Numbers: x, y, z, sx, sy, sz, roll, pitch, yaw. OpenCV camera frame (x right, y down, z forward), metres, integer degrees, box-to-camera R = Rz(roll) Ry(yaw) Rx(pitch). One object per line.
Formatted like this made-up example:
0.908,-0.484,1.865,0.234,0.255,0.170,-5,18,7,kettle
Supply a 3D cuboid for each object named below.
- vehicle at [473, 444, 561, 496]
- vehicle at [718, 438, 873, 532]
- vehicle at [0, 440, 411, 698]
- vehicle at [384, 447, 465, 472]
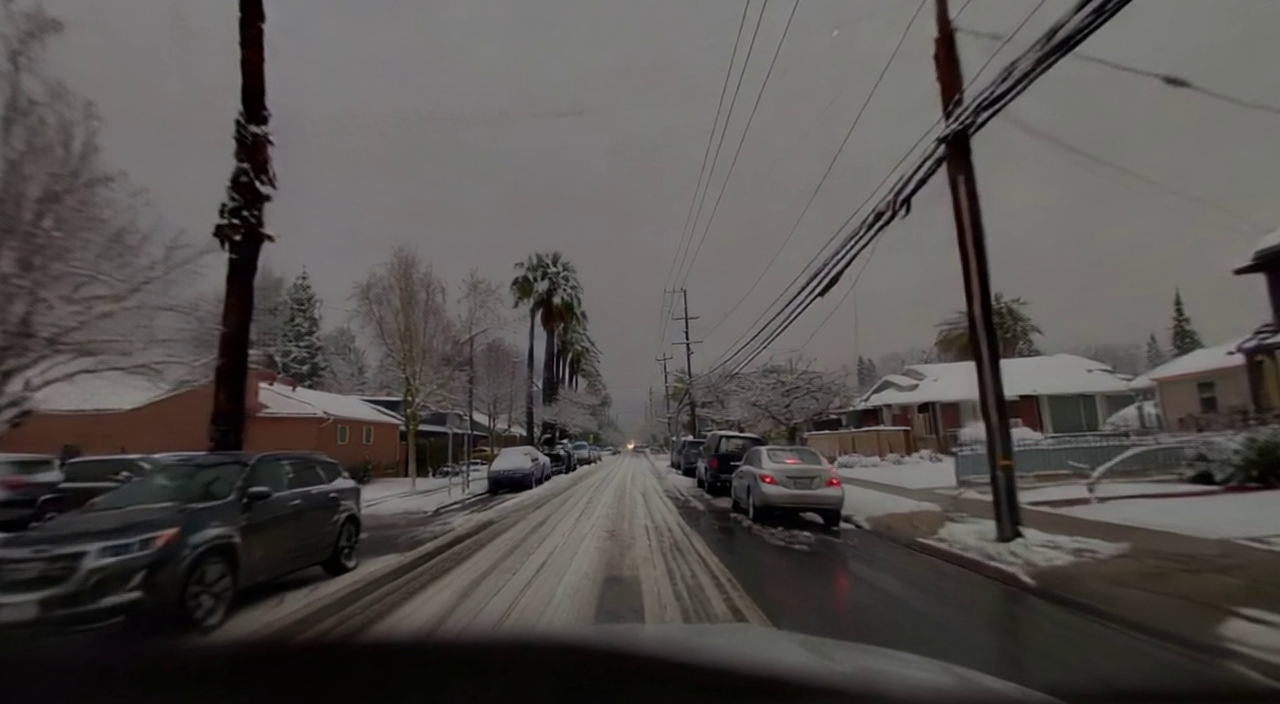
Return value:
-4.186,4.092,22.331,2.123,1.636,4.481,-1,-9,1,vehicle
2.740,2.432,12.133,1.881,1.460,4.007,0,-9,-1,vehicle
-4.120,1.705,6.343,1.814,1.548,4.802,0,-9,0,vehicle
-13.269,6.612,38.973,4.300,1.489,1.850,-2,-9,12,vehicle
